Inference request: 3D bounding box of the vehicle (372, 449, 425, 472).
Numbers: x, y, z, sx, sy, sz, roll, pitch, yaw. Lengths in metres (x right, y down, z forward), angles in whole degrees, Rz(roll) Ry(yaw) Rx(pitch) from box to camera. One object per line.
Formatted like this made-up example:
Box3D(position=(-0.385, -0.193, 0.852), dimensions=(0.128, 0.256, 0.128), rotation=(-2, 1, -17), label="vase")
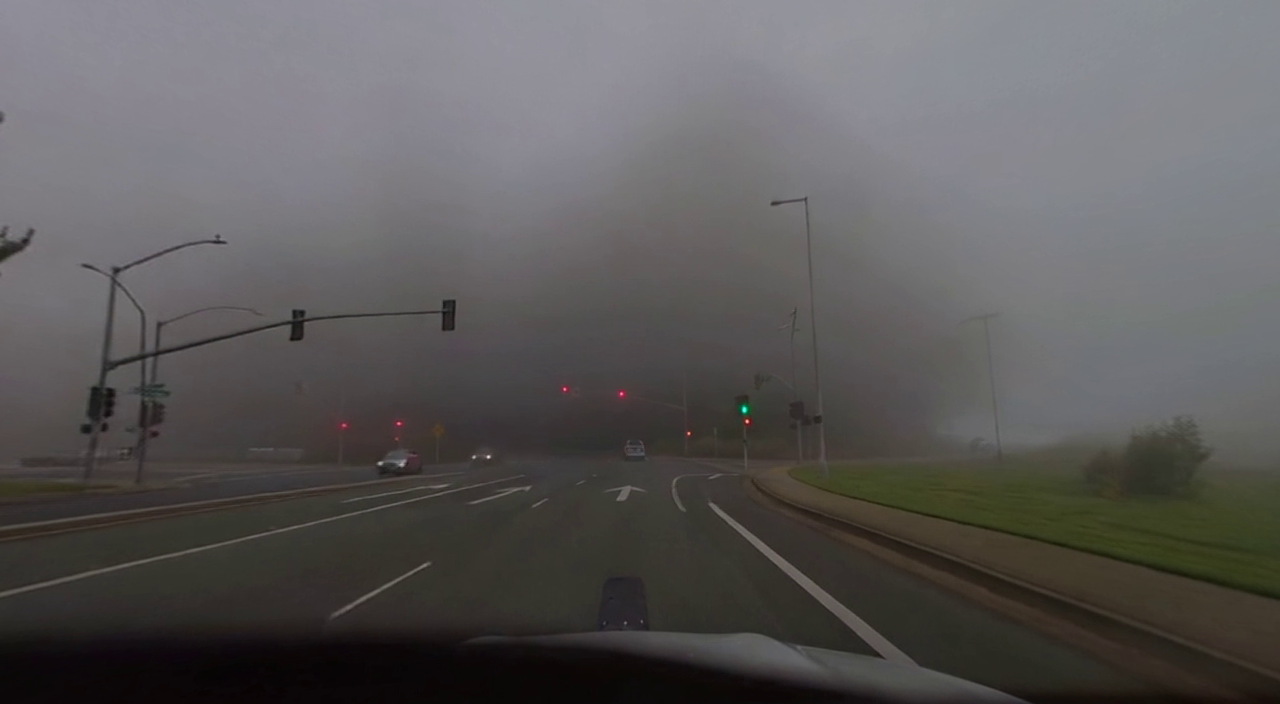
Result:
Box3D(position=(-16.538, 7.426, 43.401), dimensions=(1.818, 1.384, 4.874), rotation=(0, -8, -2), label="vehicle")
